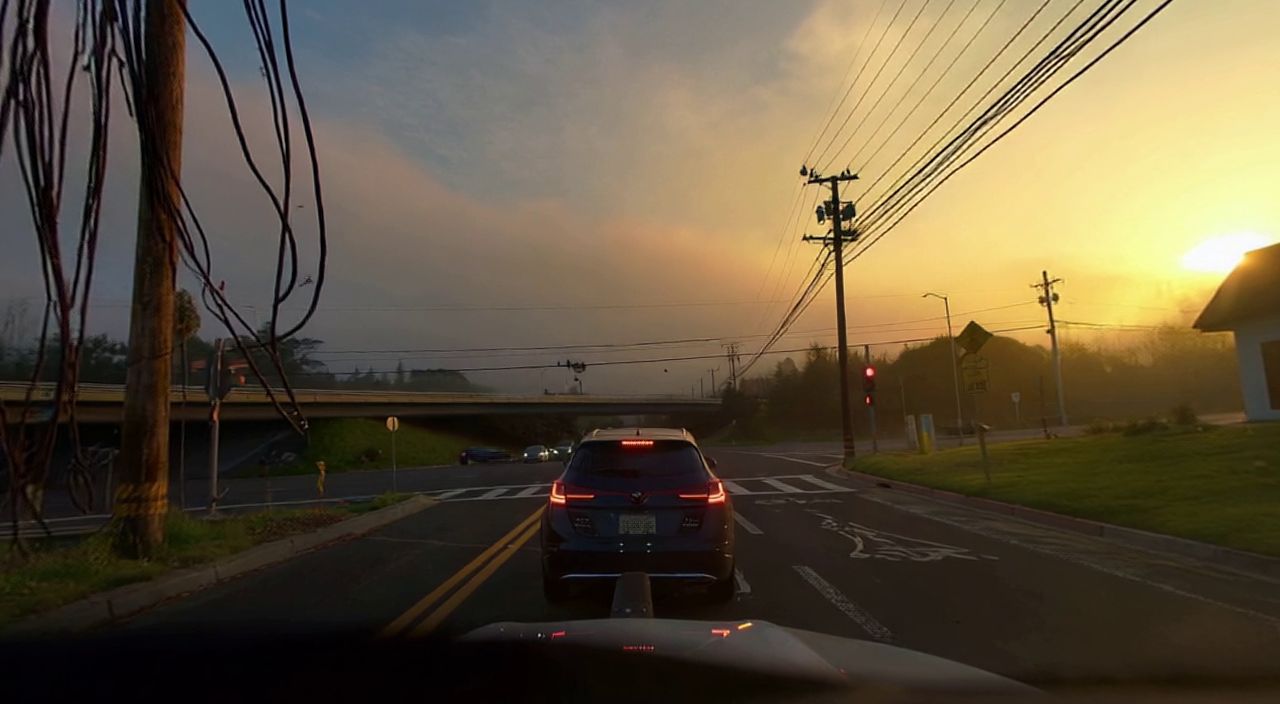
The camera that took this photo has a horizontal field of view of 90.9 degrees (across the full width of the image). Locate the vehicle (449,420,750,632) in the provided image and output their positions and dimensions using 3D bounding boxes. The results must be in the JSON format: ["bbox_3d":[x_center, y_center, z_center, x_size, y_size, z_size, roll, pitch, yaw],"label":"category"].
[{"bbox_3d":[-0.245,1.520,6.465,2.090,1.458,4.033,-1,-9,1],"label":"vehicle"}]
